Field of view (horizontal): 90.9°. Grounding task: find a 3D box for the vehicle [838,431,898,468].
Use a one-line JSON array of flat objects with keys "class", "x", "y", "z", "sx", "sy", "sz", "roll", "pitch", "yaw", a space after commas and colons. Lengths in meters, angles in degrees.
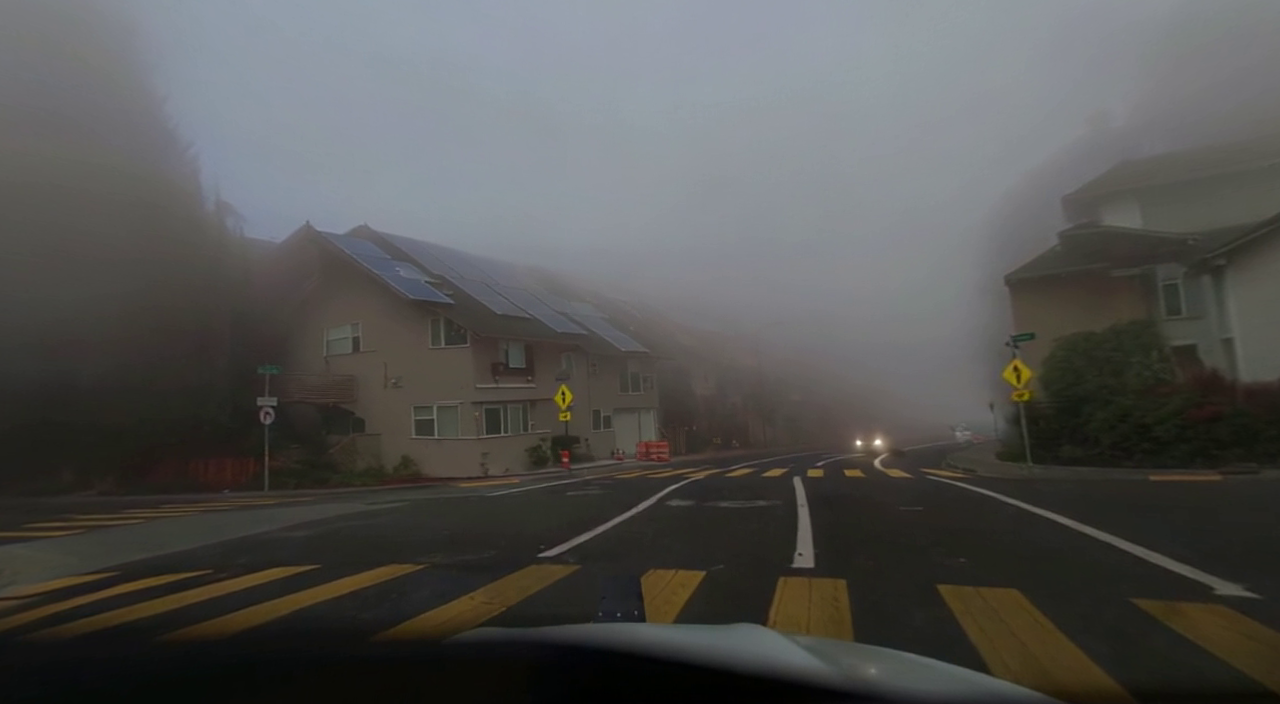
[{"class": "vehicle", "x": 9.771, "y": 4.102, "z": 26.795, "sx": 1.966, "sy": 1.455, "sz": 4.075, "roll": -4, "pitch": -8, "yaw": 24}]
